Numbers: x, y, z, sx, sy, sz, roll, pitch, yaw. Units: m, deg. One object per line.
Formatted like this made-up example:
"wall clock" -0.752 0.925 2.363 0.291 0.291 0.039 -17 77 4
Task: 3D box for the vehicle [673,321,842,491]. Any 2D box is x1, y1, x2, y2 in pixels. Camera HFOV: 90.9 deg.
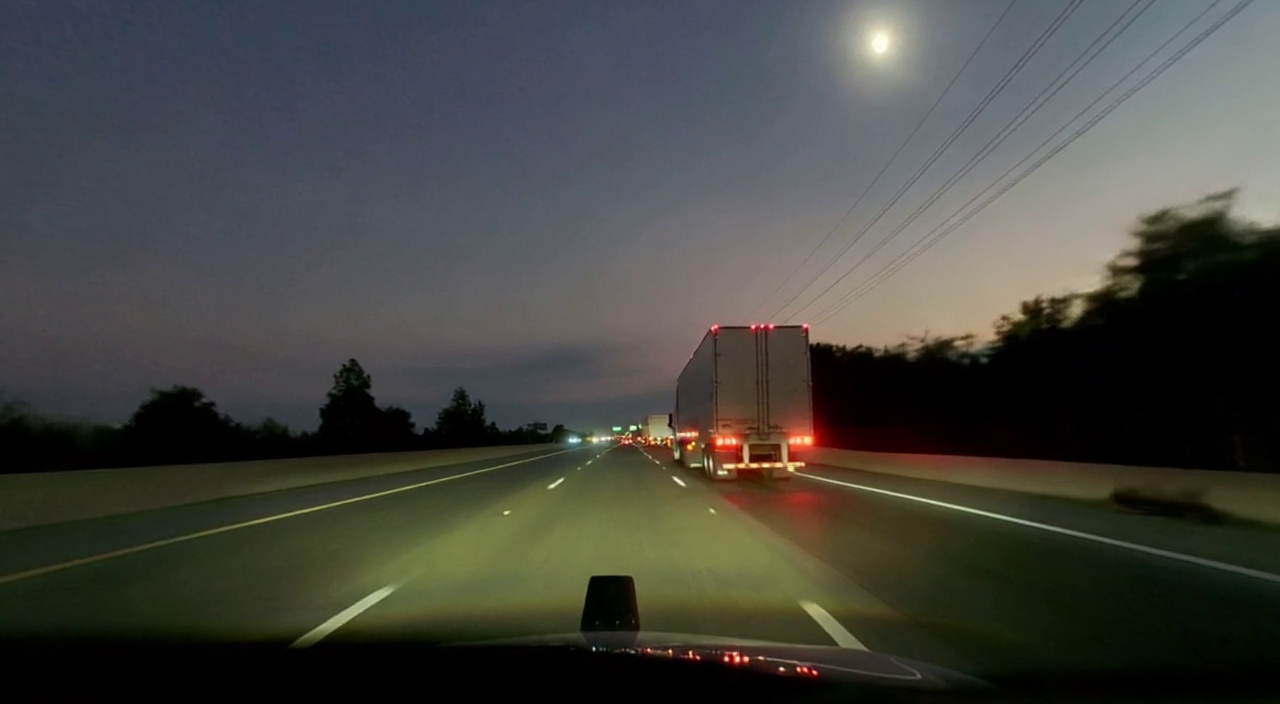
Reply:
"vehicle" 3.153 2.224 22.192 2.905 4.080 14.157 0 -8 -1
